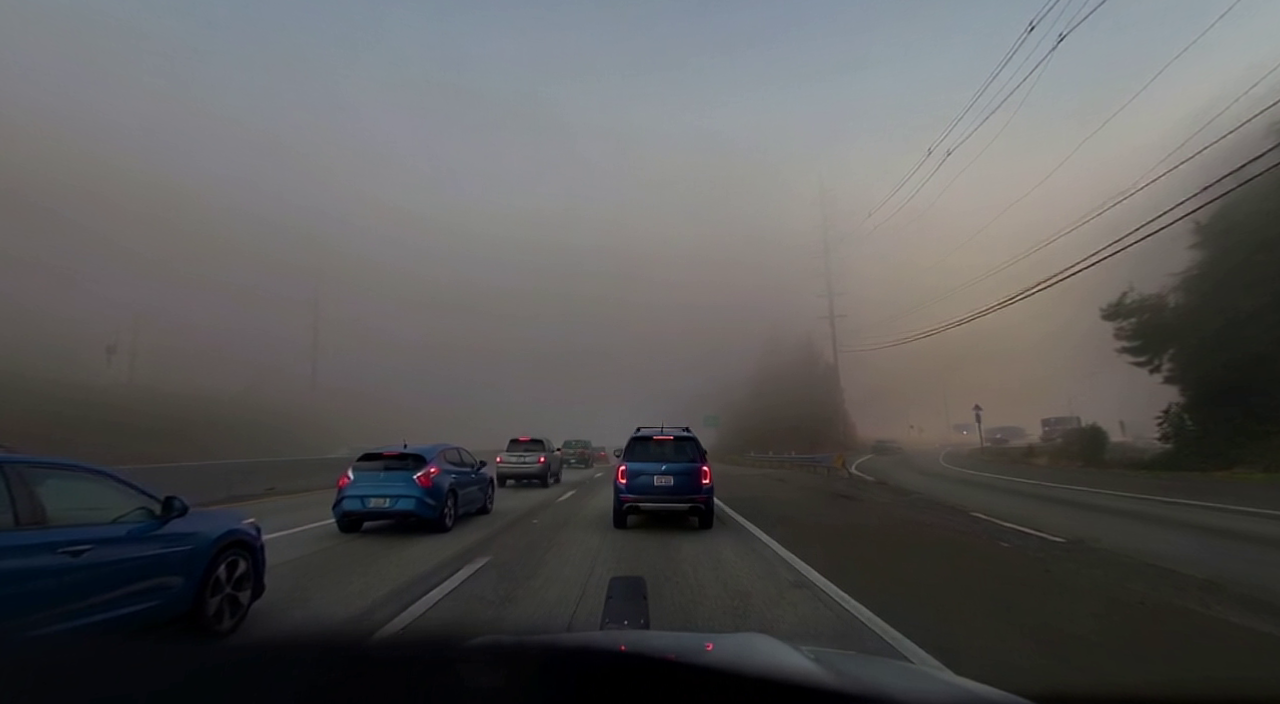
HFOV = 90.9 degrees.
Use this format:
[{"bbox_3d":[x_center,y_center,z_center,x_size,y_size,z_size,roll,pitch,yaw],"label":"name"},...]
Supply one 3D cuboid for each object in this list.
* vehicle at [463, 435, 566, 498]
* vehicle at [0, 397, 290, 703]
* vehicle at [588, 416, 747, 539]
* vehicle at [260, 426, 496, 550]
[{"bbox_3d":[-3.590,3.365,18.909,2.018,1.621,4.441,-1,-9,2],"label":"vehicle"},{"bbox_3d":[-3.728,0.898,2.356,2.051,1.488,4.806,0,-9,0],"label":"vehicle"},{"bbox_3d":[0.422,2.045,10.795,2.205,1.691,3.937,0,-9,1],"label":"vehicle"},{"bbox_3d":[-3.811,2.034,10.095,1.999,1.563,4.007,0,-9,1],"label":"vehicle"}]
